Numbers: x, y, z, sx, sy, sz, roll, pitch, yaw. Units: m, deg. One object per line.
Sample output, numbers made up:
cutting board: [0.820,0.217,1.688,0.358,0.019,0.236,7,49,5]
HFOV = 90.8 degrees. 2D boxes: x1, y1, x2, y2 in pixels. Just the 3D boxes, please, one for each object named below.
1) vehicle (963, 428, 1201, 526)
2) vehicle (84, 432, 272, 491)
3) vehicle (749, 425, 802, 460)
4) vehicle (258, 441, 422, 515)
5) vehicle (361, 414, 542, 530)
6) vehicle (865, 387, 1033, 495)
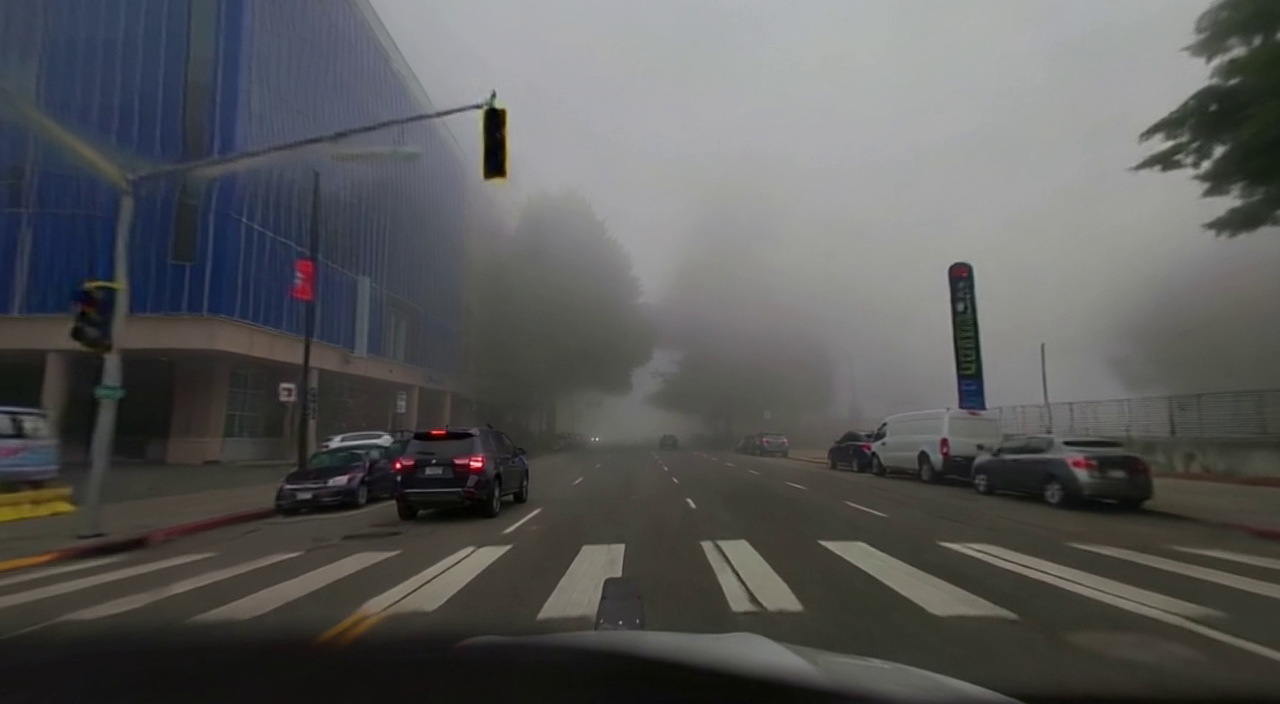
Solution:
vehicle: [8.805,2.465,13.188,1.854,1.663,4.300,1,-8,0]
vehicle: [-13.634,3.239,18.864,4.033,1.533,1.895,2,-8,0]
vehicle: [8.996,6.071,42.609,2.249,2.117,5.743,0,-8,0]
vehicle: [-6.958,2.915,15.282,1.806,1.466,4.373,0,-8,0]
vehicle: [-3.231,2.130,11.914,2.002,1.756,4.366,0,-8,1]
vehicle: [9.077,2.707,19.413,2.285,2.778,5.847,0,-8,2]
